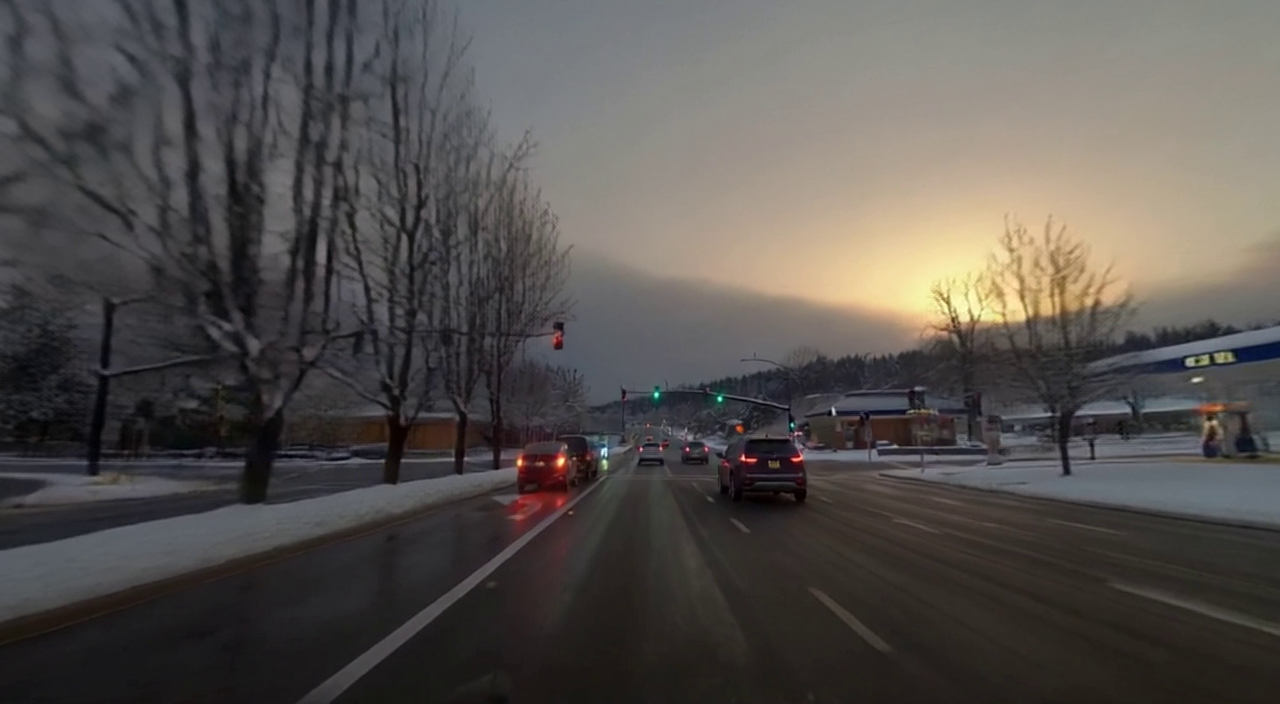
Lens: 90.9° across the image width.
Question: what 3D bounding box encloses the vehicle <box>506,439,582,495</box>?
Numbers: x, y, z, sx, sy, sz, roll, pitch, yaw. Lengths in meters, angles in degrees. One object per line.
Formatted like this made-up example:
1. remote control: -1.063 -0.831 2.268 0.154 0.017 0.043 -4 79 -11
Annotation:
1. vehicle: -3.023 3.697 20.713 1.788 1.600 4.298 0 -8 1

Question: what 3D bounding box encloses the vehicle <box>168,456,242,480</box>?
1. vehicle: -31.269 8.323 45.369 3.811 1.628 1.920 0 -8 2

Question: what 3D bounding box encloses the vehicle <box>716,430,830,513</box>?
1. vehicle: 3.076 2.835 15.427 1.872 1.752 3.896 0 -8 -1

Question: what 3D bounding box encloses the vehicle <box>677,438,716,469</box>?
1. vehicle: 3.764 6.879 42.796 2.154 1.975 4.634 0 -8 0

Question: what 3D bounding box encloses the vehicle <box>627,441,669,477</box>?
1. vehicle: 0.398 5.353 31.815 1.991 1.664 3.814 0 -8 0
